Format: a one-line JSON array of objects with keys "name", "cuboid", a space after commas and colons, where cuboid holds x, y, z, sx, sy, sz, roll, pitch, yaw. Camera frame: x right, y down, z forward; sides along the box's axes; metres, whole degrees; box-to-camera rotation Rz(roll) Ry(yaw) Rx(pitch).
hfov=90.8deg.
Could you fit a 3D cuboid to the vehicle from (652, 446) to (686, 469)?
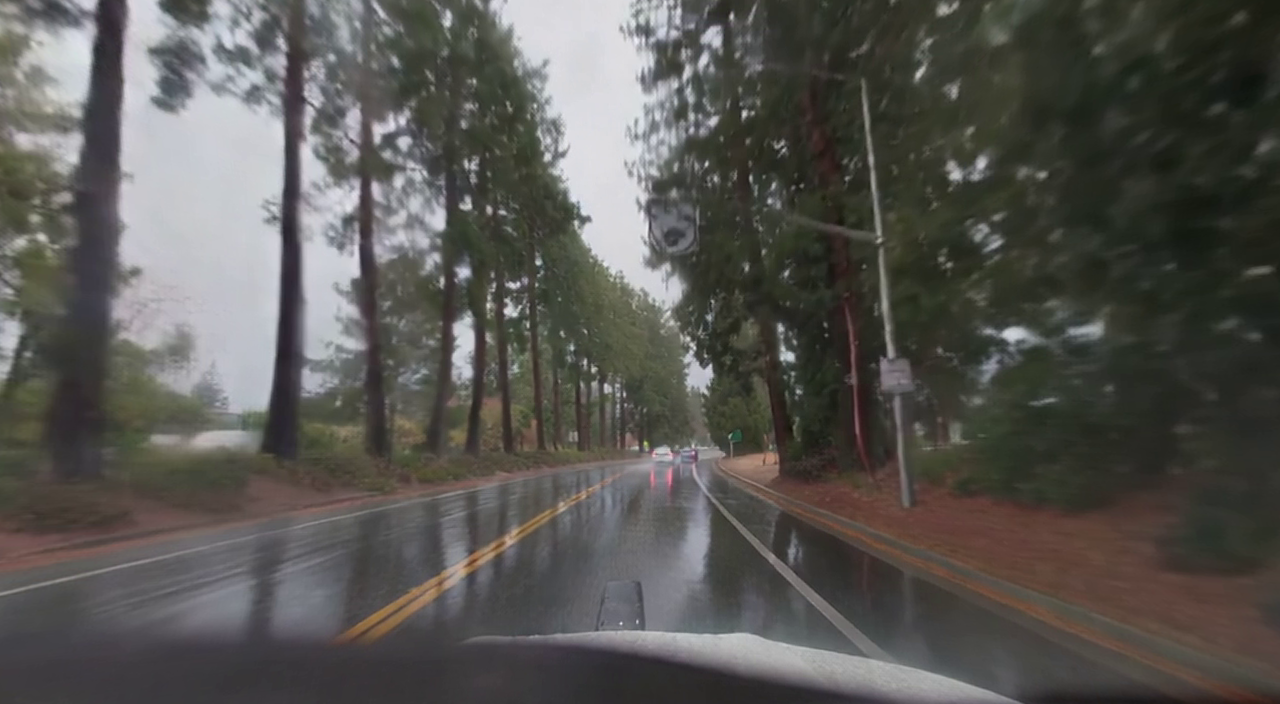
[{"name": "vehicle", "cuboid": [2.016, 7.196, 43.119, 2.071, 1.474, 4.047, -1, -9, 6]}]
